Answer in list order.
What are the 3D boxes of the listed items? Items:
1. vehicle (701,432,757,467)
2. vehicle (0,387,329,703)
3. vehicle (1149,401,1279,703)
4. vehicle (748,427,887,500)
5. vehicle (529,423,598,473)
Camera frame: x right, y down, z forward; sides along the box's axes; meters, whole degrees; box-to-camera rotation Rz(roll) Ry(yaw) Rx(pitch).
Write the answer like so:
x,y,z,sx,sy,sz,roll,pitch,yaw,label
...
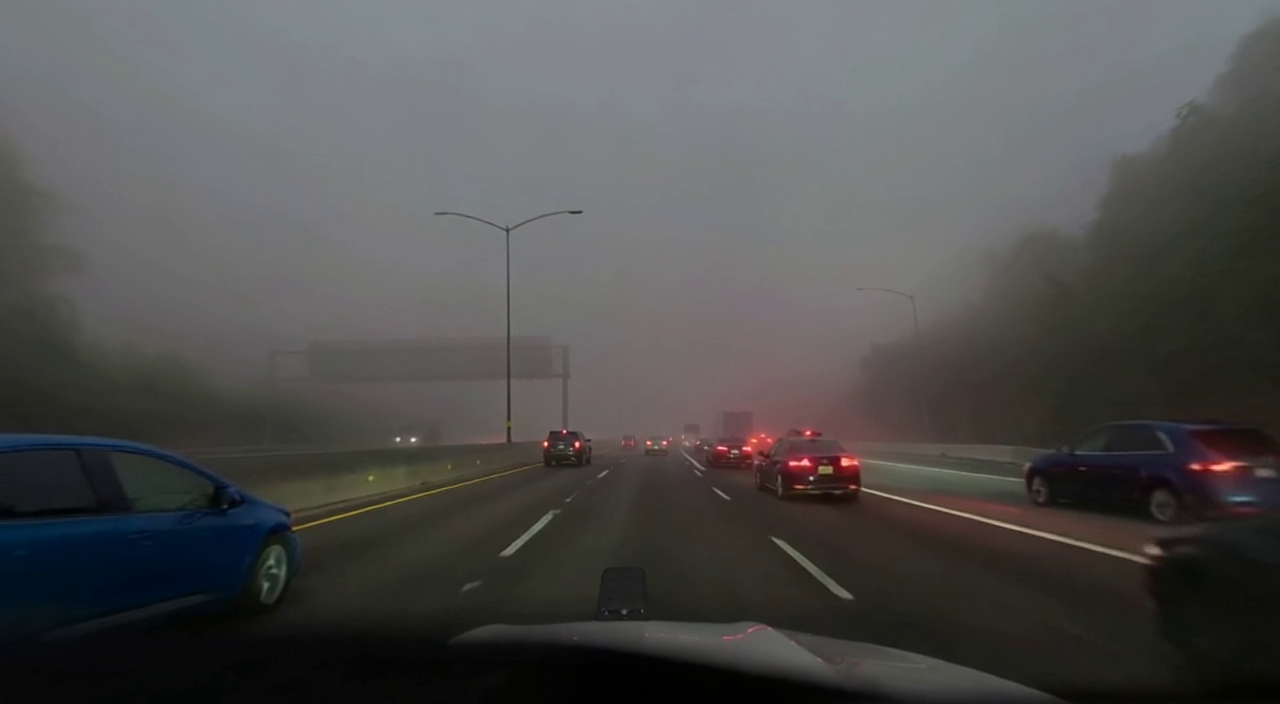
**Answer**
x,y,z,sx,sy,sz,roll,pitch,yaw,label
3.952,4.418,28.694,1.933,1.492,4.125,0,-8,0,vehicle
-3.624,0.954,3.072,1.914,1.476,4.416,0,-8,1,vehicle
3.984,0.748,1.302,2.088,1.491,4.549,0,-8,1,vehicle
4.064,2.644,15.420,1.999,1.482,4.743,0,-8,0,vehicle
-2.854,3.691,24.456,2.006,1.741,4.277,0,-8,2,vehicle
